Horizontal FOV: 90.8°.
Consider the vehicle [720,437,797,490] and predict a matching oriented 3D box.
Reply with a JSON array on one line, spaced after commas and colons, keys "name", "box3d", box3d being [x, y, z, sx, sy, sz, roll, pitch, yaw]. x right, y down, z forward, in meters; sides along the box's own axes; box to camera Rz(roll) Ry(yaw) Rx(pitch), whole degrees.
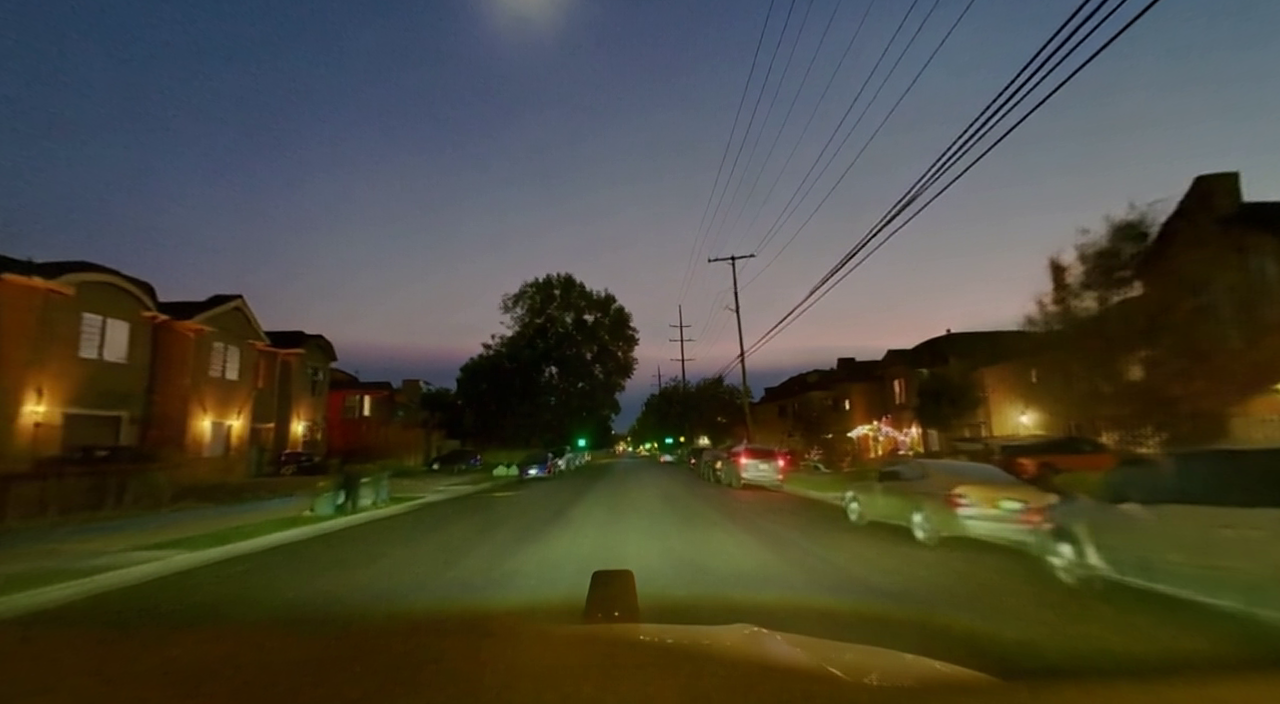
[{"name": "vehicle", "box3d": [4.524, 4.323, 24.829, 2.086, 1.885, 4.323, 0, -9, -1]}]

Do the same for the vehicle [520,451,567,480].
[{"name": "vehicle", "box3d": [-5.443, 6.406, 35.945, 2.031, 1.468, 4.165, -2, -9, 0]}]

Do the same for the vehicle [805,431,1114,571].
[{"name": "vehicle", "box3d": [4.339, 2.100, 9.897, 1.998, 1.573, 5.318, 0, -9, -1]}]

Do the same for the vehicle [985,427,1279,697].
[{"name": "vehicle", "box3d": [4.634, 1.296, 4.153, 1.835, 1.554, 4.870, 0, -9, -2]}]

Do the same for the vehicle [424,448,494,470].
[{"name": "vehicle", "box3d": [-13.163, 7.805, 46.249, 4.556, 1.510, 1.843, 0, -9, -2]}]
